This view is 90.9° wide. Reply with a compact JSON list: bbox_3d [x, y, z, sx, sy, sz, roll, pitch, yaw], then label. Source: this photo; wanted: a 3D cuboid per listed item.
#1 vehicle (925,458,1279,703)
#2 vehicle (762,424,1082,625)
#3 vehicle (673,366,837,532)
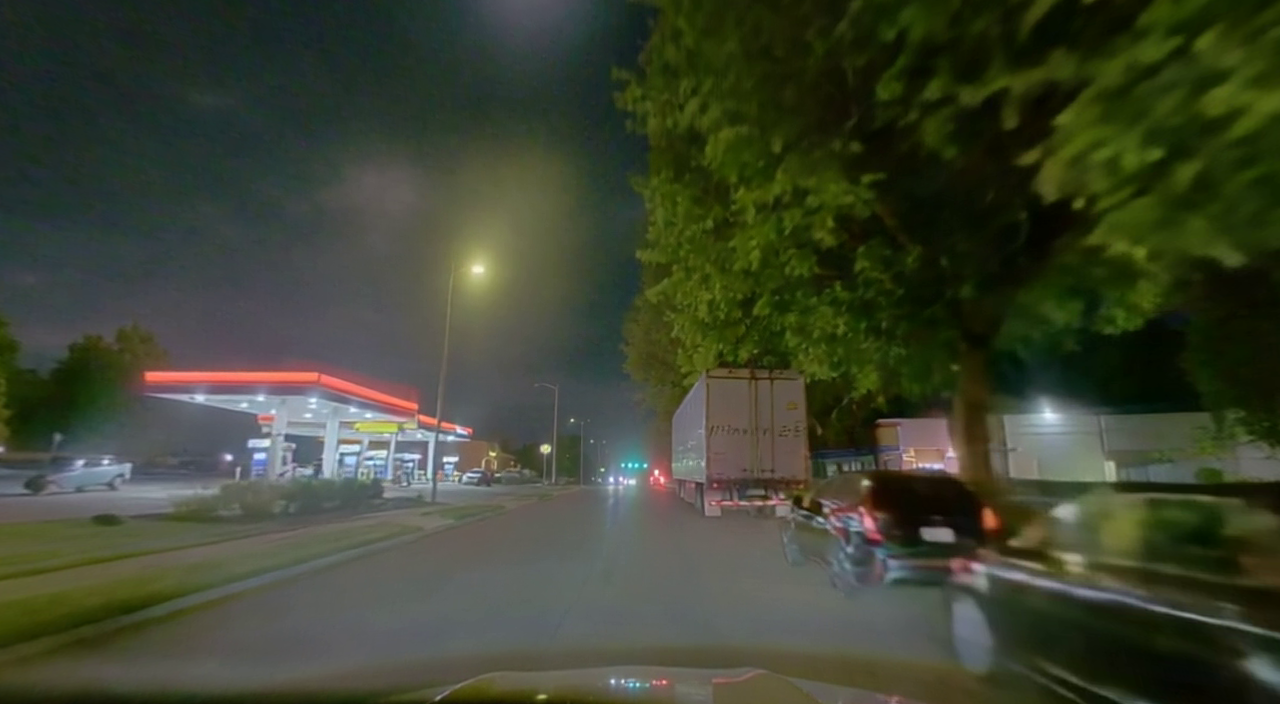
[{"bbox_3d":[3.240,1.304,3.066,1.844,1.498,3.898,1,-11,0],"label":"vehicle"},{"bbox_3d":[3.179,2.089,8.388,2.050,1.906,4.374,1,-11,-2],"label":"vehicle"},{"bbox_3d":[3.218,3.678,22.743,2.990,4.098,13.928,1,-11,-1],"label":"vehicle"}]
